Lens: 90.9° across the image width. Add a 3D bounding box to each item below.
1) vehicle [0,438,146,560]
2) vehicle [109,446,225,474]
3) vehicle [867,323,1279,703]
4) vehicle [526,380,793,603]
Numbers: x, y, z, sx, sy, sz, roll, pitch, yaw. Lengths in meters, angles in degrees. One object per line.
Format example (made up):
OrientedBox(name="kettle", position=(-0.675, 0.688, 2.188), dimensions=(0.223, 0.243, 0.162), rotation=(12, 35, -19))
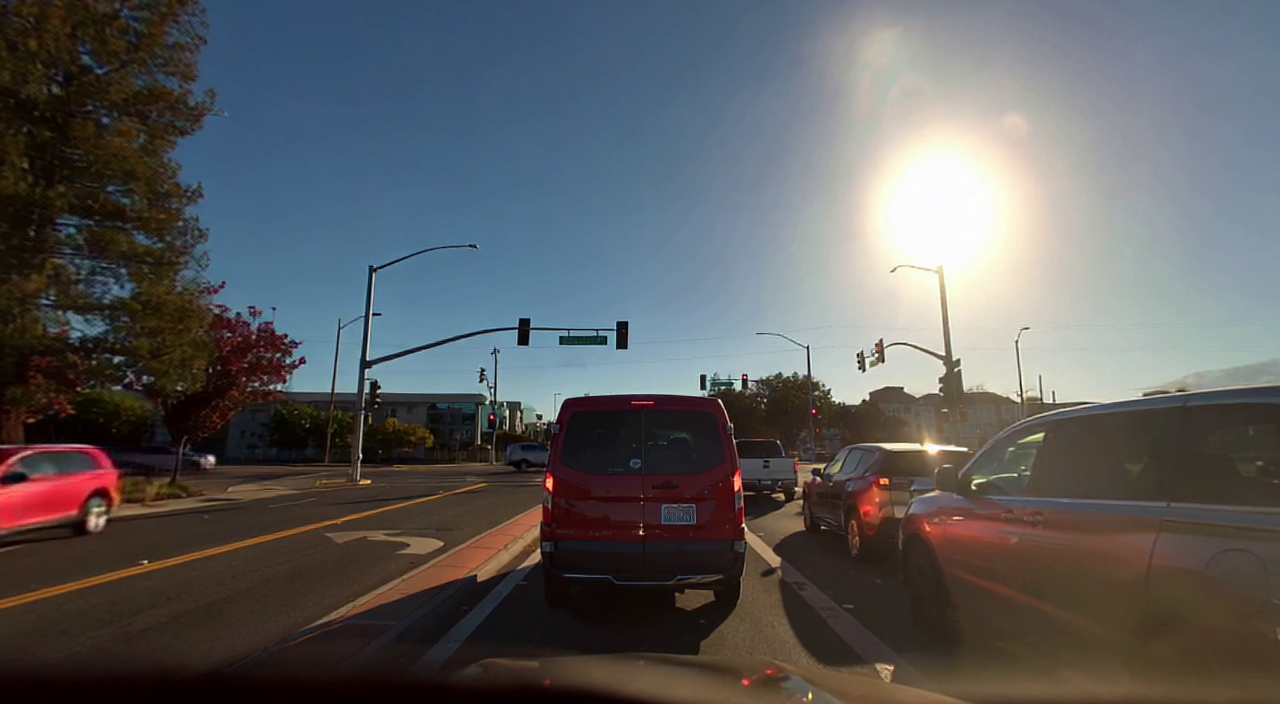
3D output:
OrientedBox(name="vehicle", position=(-9.450, 2.032, 9.197), dimensions=(2.023, 1.488, 4.654), rotation=(2, -9, -19))
OrientedBox(name="vehicle", position=(-26.061, 5.970, 34.873), dimensions=(4.664, 1.449, 1.992), rotation=(1, -8, -5))
OrientedBox(name="vehicle", position=(2.892, 0.952, 3.180), dimensions=(1.971, 1.663, 4.287), rotation=(0, -8, 2))
OrientedBox(name="vehicle", position=(0.169, 1.469, 7.461), dimensions=(2.185, 1.822, 4.391), rotation=(0, -8, 0))
